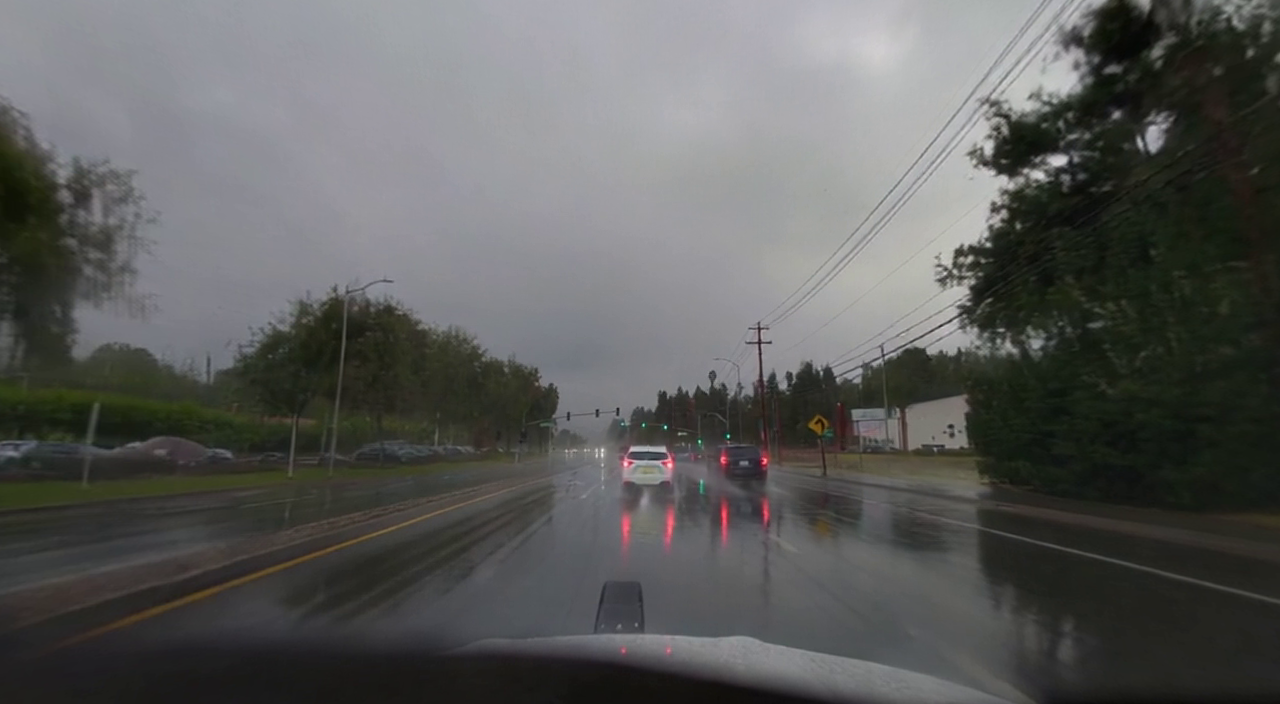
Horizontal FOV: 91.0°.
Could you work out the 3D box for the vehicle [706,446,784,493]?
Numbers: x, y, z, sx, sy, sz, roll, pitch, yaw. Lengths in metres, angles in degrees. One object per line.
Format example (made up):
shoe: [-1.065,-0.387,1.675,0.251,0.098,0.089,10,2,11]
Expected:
vehicle: [3.539,4.030,22.020,1.985,1.489,4.036,0,-8,0]

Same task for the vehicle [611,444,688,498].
vehicle: [0.234,3.611,19.571,2.144,1.473,4.028,0,-8,-1]

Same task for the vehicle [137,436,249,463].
vehicle: [-34.360,7.501,48.557,6.282,2.011,3.033,0,-8,-3]

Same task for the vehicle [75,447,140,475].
vehicle: [-30.044,6.135,35.620,1.939,1.459,3.953,5,-10,-28]
